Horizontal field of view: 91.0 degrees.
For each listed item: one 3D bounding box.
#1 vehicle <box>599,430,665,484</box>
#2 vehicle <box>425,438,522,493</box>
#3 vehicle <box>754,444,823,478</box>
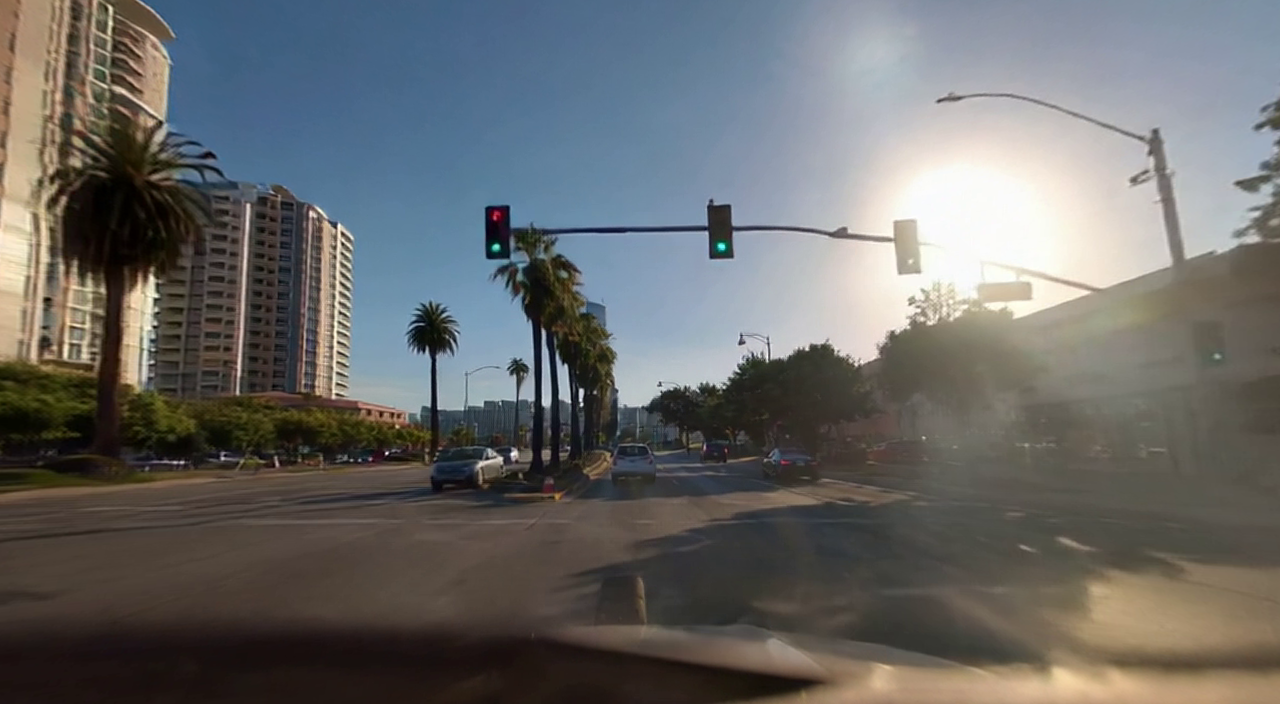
[{"bbox_3d":[-0.284,3.937,23.821,2.277,1.816,4.192,0,-8,0],"label":"vehicle"},{"bbox_3d":[-5.255,3.596,20.420,2.028,1.489,4.386,-3,-8,-1],"label":"vehicle"},{"bbox_3d":[6.822,5.056,29.519,1.975,1.483,4.769,0,-8,-1],"label":"vehicle"}]
